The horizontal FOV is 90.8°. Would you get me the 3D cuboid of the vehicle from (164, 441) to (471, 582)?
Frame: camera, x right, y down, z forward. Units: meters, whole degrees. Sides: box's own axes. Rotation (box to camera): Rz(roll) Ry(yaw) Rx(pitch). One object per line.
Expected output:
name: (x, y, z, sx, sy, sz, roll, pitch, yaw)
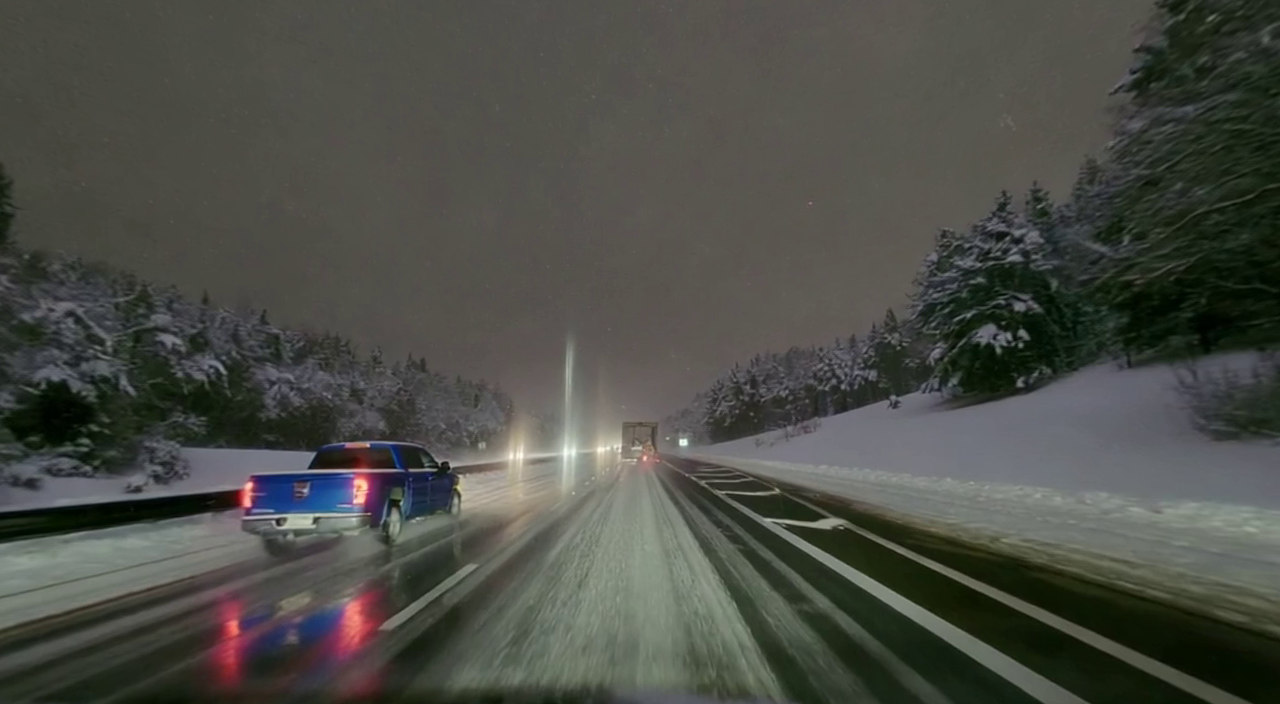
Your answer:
vehicle: (-3.927, 1.989, 8.678, 1.955, 1.438, 4.100, -1, -9, 2)
